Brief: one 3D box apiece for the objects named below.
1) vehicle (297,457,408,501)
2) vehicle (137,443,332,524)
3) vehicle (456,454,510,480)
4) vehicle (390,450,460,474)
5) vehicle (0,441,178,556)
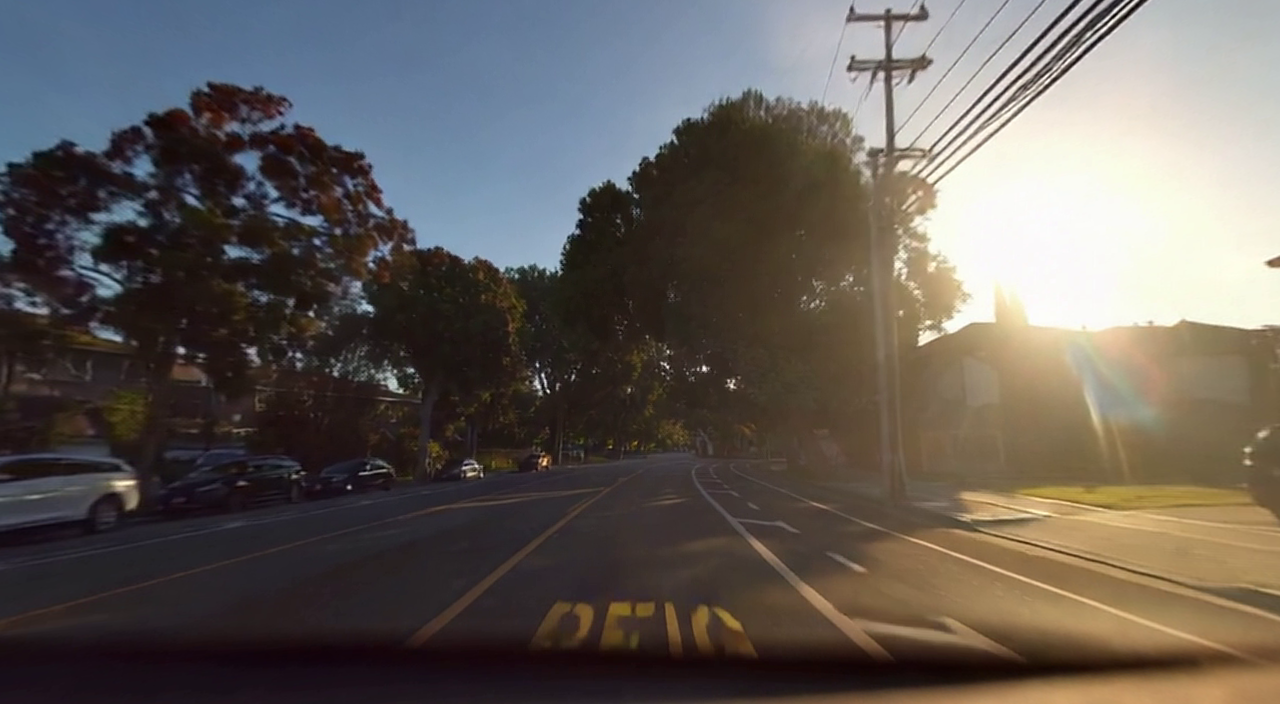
[{"bbox_3d":[-11.192,4.951,24.910,1.908,1.491,4.627,-1,-9,4],"label":"vehicle"},{"bbox_3d":[-11.610,3.776,18.696,2.114,1.925,5.449,-3,-9,1],"label":"vehicle"},{"bbox_3d":[-10.120,7.452,40.959,1.945,1.514,4.635,-1,-9,6],"label":"vehicle"},{"bbox_3d":[-15.719,8.060,46.171,4.411,1.737,1.950,0,-9,-3],"label":"vehicle"},{"bbox_3d":[-11.740,2.658,11.472,2.225,1.887,5.672,-3,-9,1],"label":"vehicle"}]
